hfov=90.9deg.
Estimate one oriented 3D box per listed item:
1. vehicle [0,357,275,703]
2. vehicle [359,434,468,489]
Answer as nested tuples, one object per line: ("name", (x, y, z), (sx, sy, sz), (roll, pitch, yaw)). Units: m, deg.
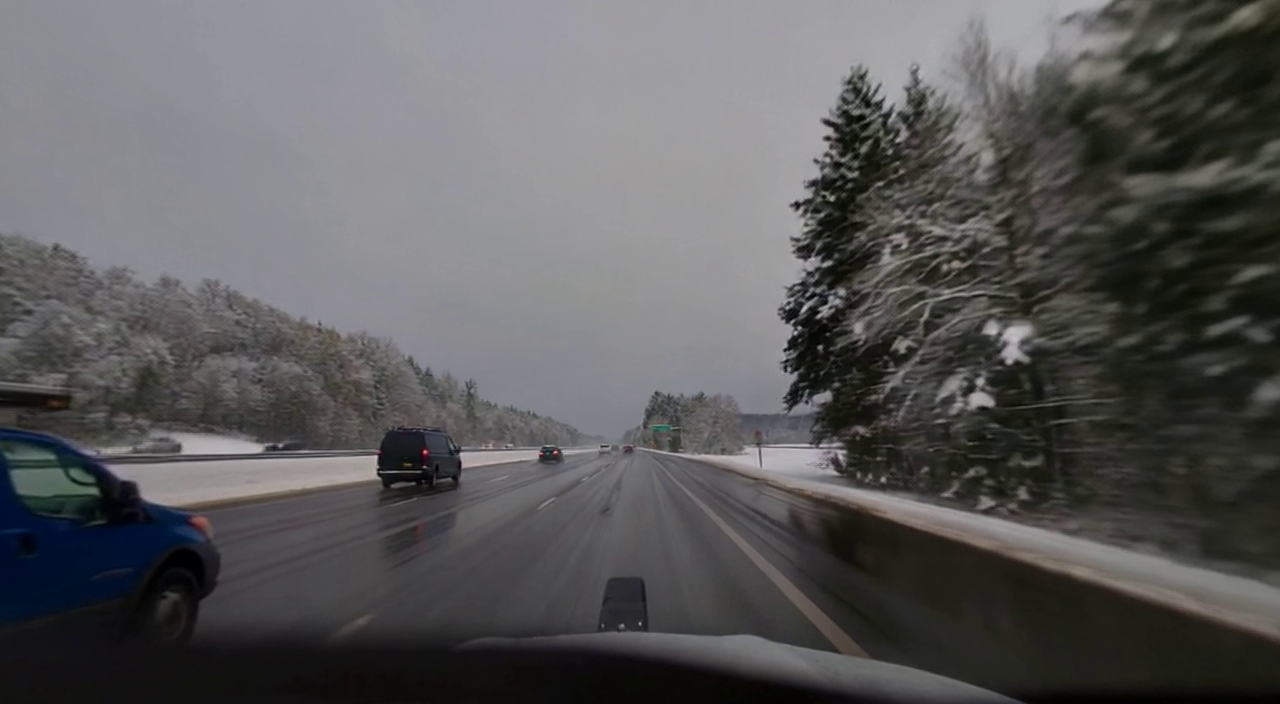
("vehicle", (-3.746, 0.792, 2.164), (2.040, 1.679, 4.865), (0, -9, 0))
("vehicle", (-7.874, 3.858, 22.528), (2.093, 1.752, 4.771), (0, -9, 0))
